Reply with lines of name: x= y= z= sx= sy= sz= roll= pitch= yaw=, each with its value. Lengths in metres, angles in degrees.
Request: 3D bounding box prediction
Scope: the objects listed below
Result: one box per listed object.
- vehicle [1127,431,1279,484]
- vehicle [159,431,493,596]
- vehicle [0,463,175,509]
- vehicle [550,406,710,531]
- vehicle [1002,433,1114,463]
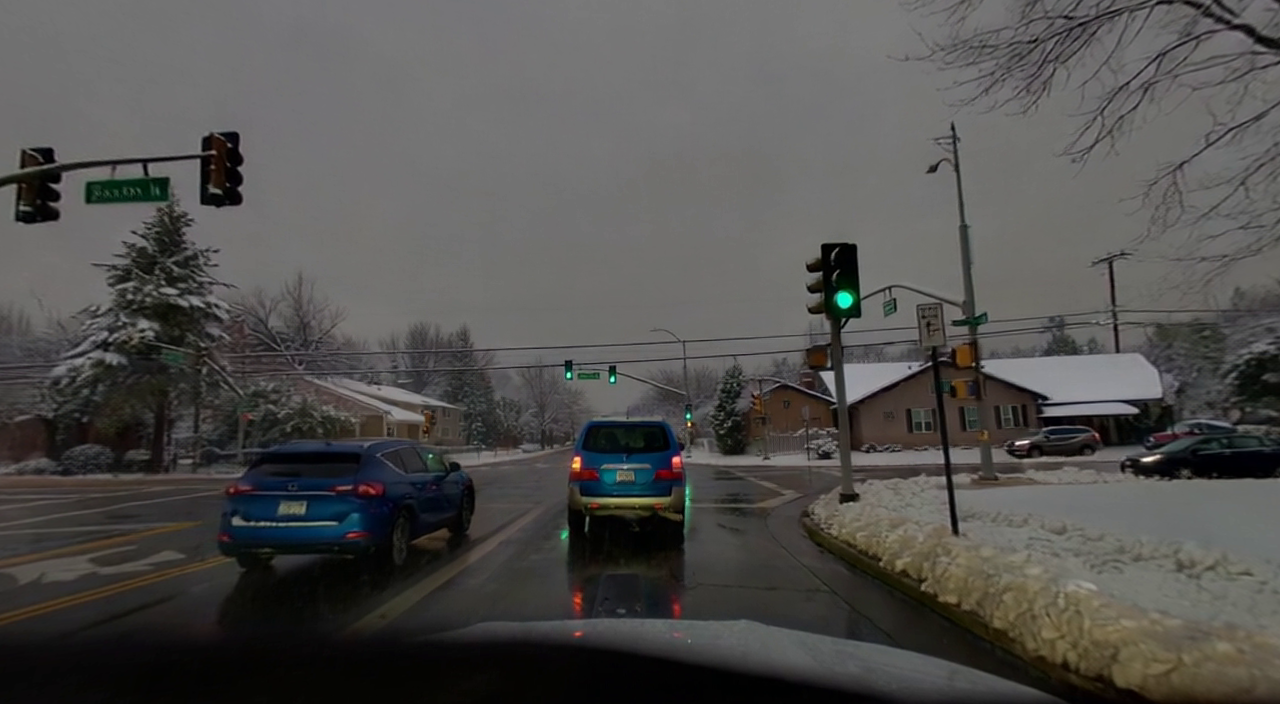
vehicle: x=17.234 y=3.006 z=18.117 sx=4.715 sy=1.439 sz=1.874 roll=-2 pitch=-9 yaw=14
vehicle: x=-3.334 y=1.777 z=7.910 sx=1.934 sy=1.459 sz=4.368 roll=0 pitch=-8 yaw=0
vehicle: x=-19.365 y=4.660 z=22.233 sx=4.678 sy=1.417 sz=2.065 roll=-2 pitch=-9 yaw=10
vehicle: x=-0.188 y=2.100 z=11.921 sx=2.396 sy=1.881 sz=4.606 roll=0 pitch=-8 yaw=-1
vehicle: x=21.351 y=4.930 z=32.471 sx=4.353 sy=1.431 sz=1.876 roll=-2 pitch=-9 yaw=14
